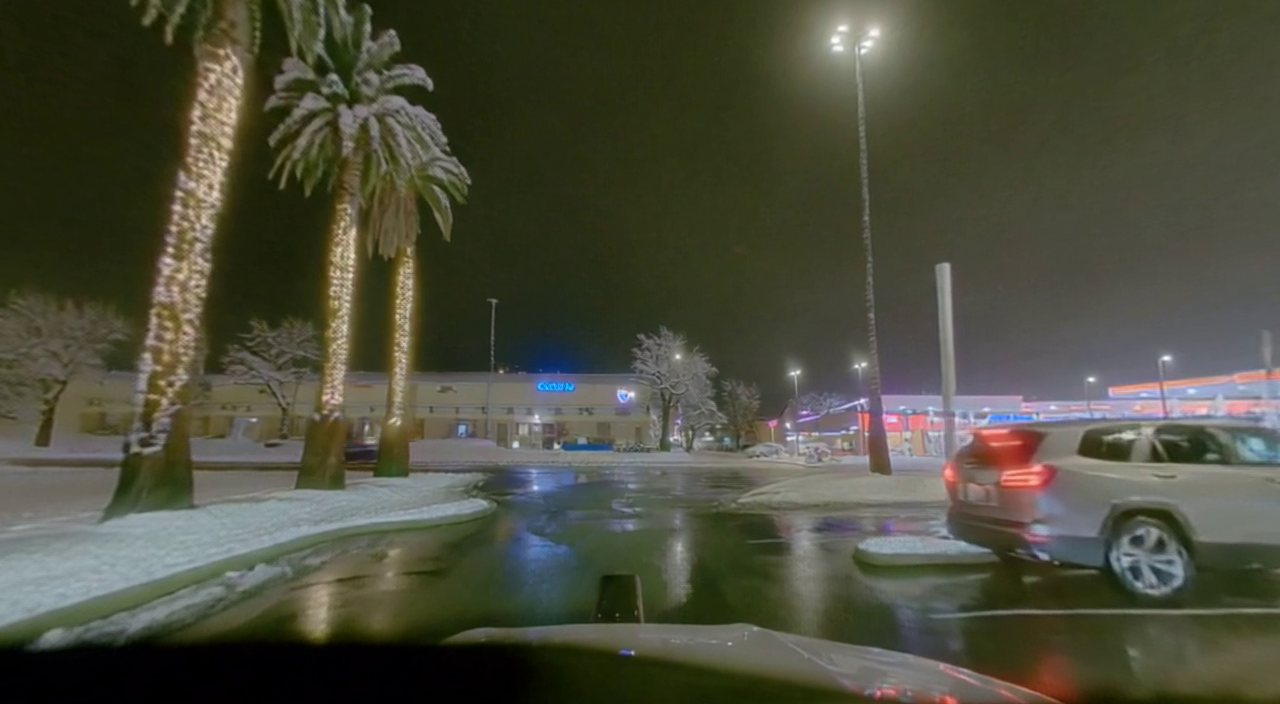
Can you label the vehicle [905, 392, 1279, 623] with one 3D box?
[{"bbox_3d":[5.432,1.416,6.315,4.560,1.818,2.148,1,-8,-4],"label":"vehicle"}]
